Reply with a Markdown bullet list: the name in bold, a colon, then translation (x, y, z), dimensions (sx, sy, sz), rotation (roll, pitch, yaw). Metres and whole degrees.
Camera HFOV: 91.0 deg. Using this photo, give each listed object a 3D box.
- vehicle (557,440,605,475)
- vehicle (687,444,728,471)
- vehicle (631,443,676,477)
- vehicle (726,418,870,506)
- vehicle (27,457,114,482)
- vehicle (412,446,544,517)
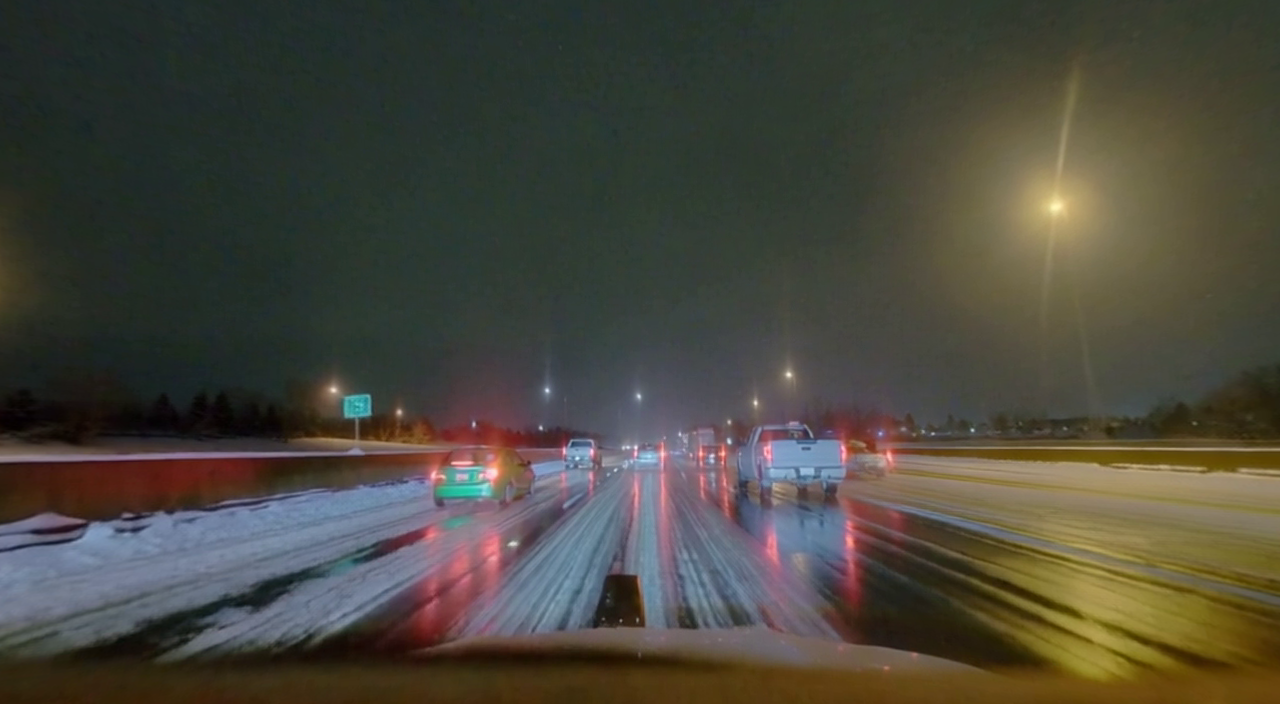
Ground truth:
- **vehicle**: translation (-3.258, 5.935, 35.646), dimensions (2.176, 1.783, 4.799), rotation (0, -9, 1)
- **vehicle**: translation (4.297, 6.812, 40.885), dimensions (2.145, 1.636, 4.437), rotation (0, -9, -1)
- **vehicle**: translation (0.649, 5.389, 31.726), dimensions (2.147, 1.572, 4.094), rotation (0, -9, 0)
- **vehicle**: translation (3.883, 2.867, 16.787), dimensions (2.340, 1.925, 5.529), rotation (0, -9, -1)
- **vehicle**: translation (-37.813, 7.783, 41.955), dimensions (1.783, 1.502, 4.285), rotation (0, -9, 1)
- **vehicle**: translation (-3.636, 2.973, 15.024), dimensions (1.947, 1.424, 4.264), rotation (0, -9, 1)
